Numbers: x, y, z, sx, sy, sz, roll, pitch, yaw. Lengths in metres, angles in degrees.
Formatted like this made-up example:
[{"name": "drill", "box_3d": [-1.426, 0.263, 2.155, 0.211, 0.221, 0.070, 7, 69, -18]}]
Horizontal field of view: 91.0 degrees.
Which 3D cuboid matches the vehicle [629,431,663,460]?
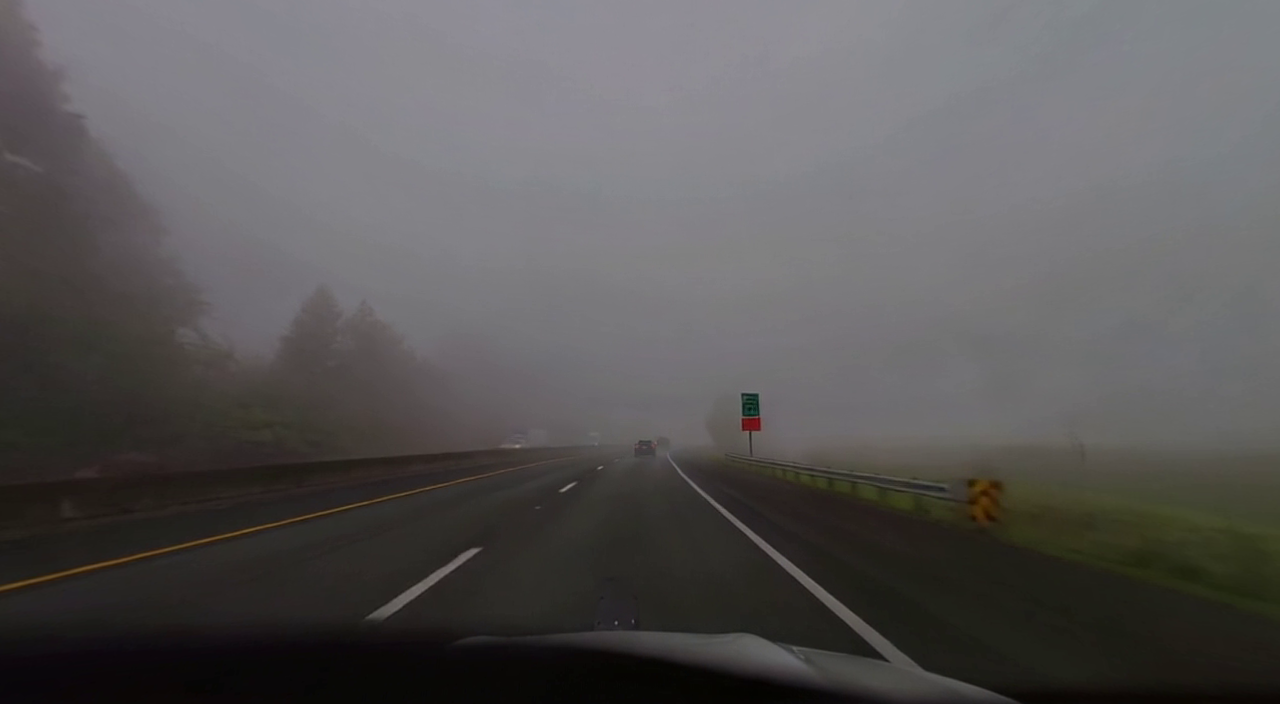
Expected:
[{"name": "vehicle", "box_3d": [0.403, 6.274, 42.473, 2.188, 1.825, 4.282, -1, -8, 1]}]
